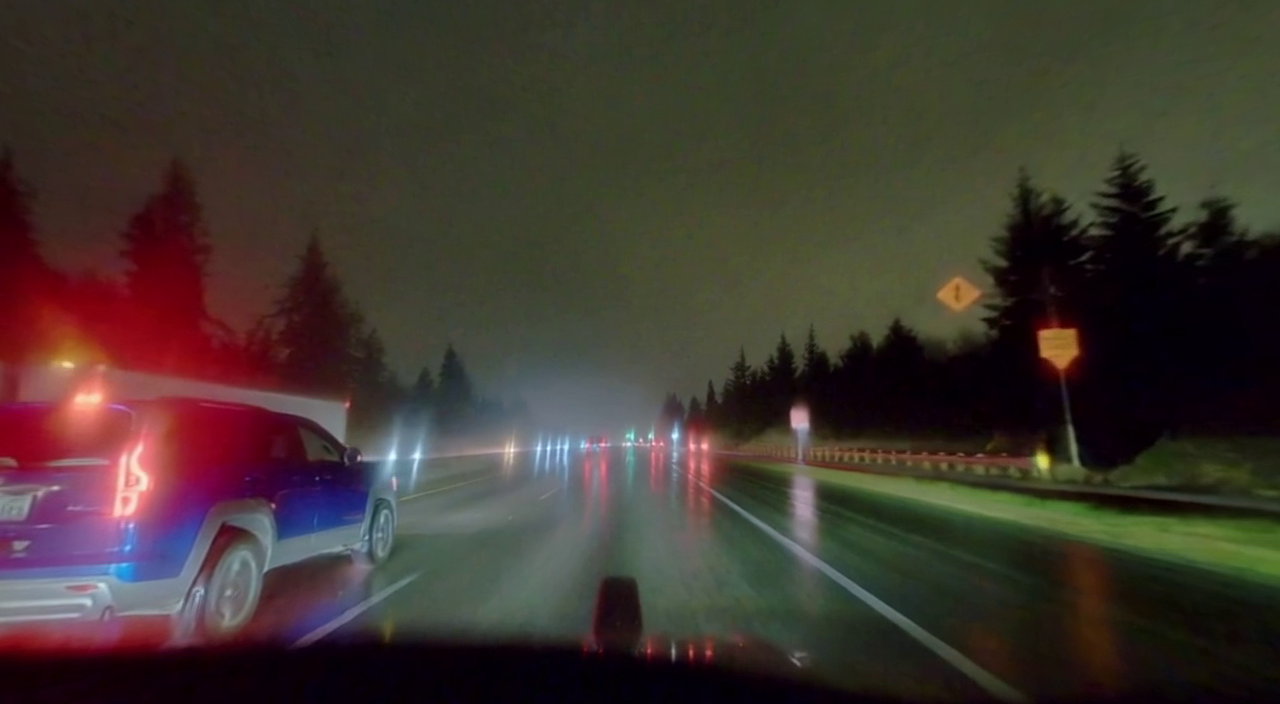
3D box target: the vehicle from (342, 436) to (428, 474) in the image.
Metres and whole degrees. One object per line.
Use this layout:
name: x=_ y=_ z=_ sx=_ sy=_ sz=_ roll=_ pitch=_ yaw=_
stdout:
vehicle: x=-12.514 y=5.076 z=31.211 sx=2.197 sy=1.702 sz=4.842 roll=0 pitch=-8 yaw=0

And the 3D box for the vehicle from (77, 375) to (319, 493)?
vehicle: x=-16.530 y=3.272 z=24.746 sx=2.910 sy=3.732 sz=8.947 roll=-1 pitch=-8 yaw=0

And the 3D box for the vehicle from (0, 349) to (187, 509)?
vehicle: x=-16.579 y=1.872 z=15.164 sx=2.934 sy=3.737 sz=10.958 roll=0 pitch=-8 yaw=1

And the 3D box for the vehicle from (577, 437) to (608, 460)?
vehicle: x=-3.560 y=7.315 z=47.887 sx=2.125 sy=1.662 sz=4.336 roll=0 pitch=-8 yaw=-1
